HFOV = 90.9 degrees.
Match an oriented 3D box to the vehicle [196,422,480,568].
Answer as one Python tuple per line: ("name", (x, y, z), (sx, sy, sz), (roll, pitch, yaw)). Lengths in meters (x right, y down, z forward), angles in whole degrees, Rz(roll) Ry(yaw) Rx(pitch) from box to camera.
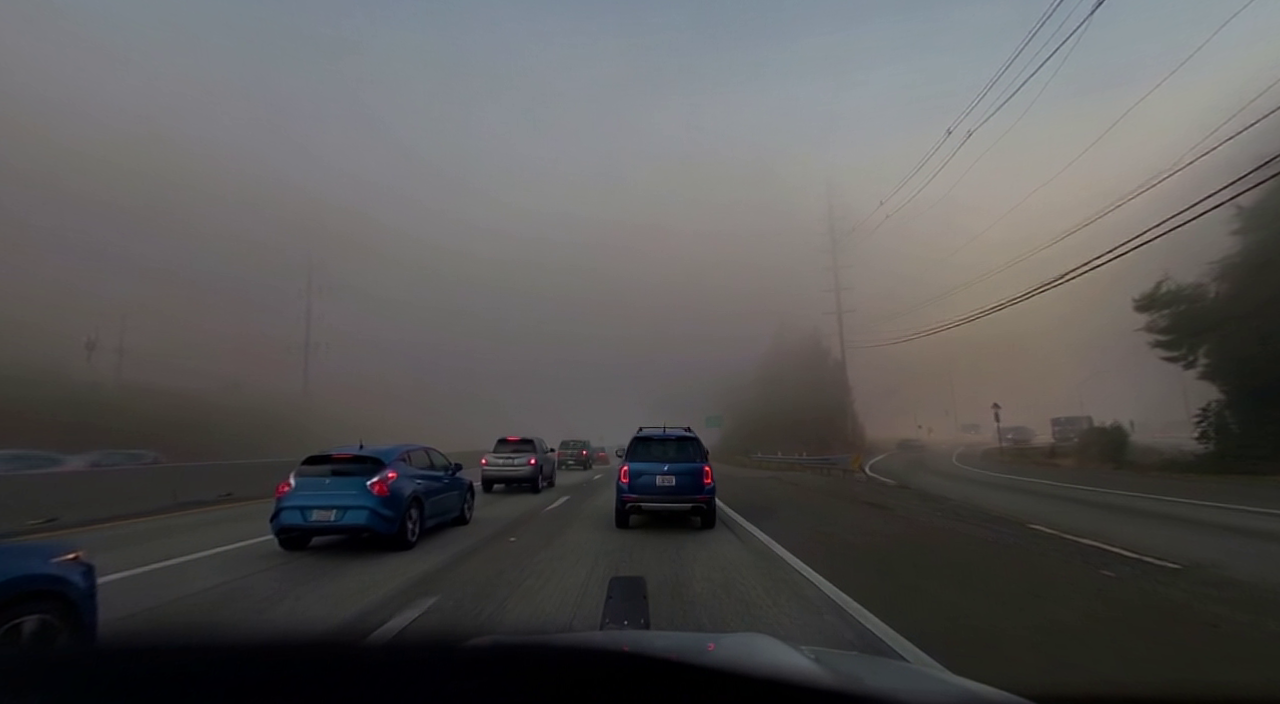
("vehicle", (-3.807, 1.862, 8.926), (1.999, 1.563, 4.007), (0, -9, 0))

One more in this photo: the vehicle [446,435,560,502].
("vehicle", (-3.615, 3.165, 17.554), (2.018, 1.621, 4.441), (-1, -9, 2))

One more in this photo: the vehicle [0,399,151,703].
("vehicle", (-3.764, 0.707, 1.029), (2.051, 1.488, 4.806), (0, -9, 0))

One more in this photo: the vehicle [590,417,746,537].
("vehicle", (0.436, 2.077, 11.001), (2.205, 1.691, 3.937), (0, -9, 1))
